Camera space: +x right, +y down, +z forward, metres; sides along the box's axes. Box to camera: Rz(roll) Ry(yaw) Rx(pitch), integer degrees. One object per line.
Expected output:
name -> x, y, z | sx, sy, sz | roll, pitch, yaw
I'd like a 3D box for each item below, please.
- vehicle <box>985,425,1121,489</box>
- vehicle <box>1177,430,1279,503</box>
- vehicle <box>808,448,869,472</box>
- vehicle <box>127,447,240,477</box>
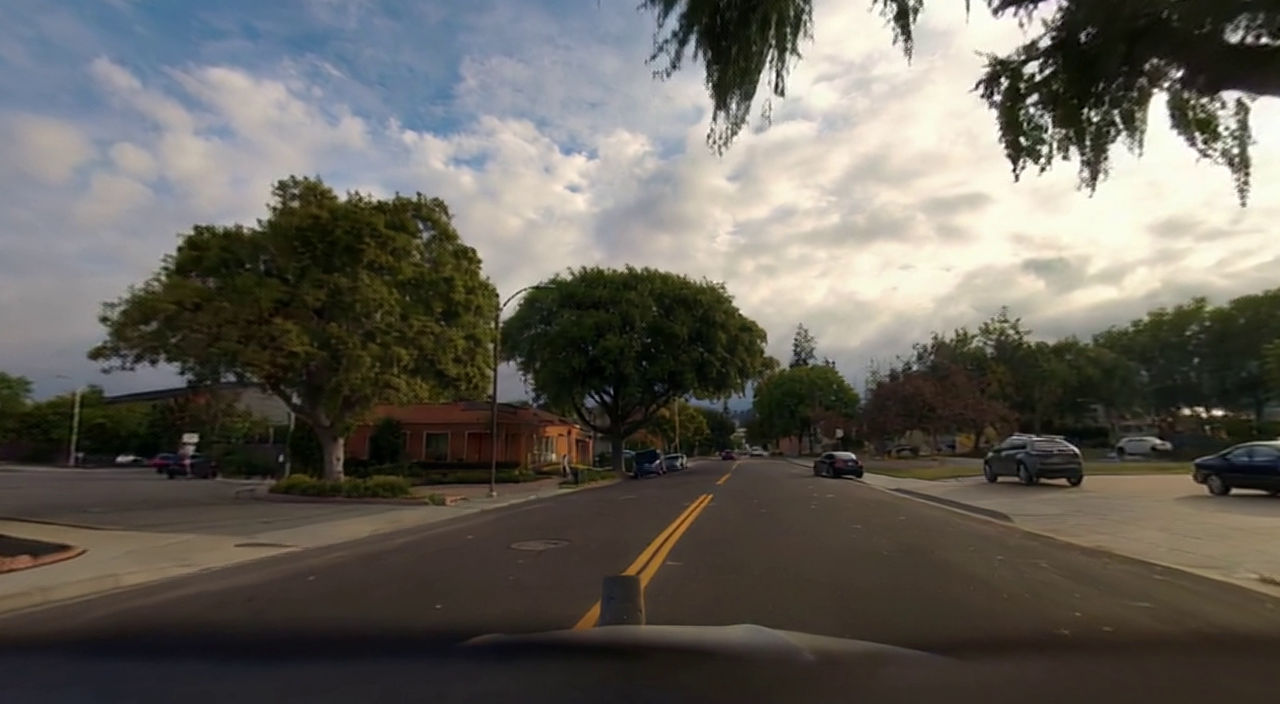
vehicle -> 13.467, 3.486, 20.959 | 2.018, 1.840, 4.662 | -2, -9, 11
vehicle -> 14.628, 2.505, 13.956 | 1.903, 1.528, 4.374 | -2, -9, 6
vehicle -> 15.150, 8.255, 48.195 | 4.277, 1.740, 2.097 | -4, -9, 18
vehicle -> -26.779, 6.451, 37.167 | 4.814, 1.609, 2.197 | 1, -9, -8
